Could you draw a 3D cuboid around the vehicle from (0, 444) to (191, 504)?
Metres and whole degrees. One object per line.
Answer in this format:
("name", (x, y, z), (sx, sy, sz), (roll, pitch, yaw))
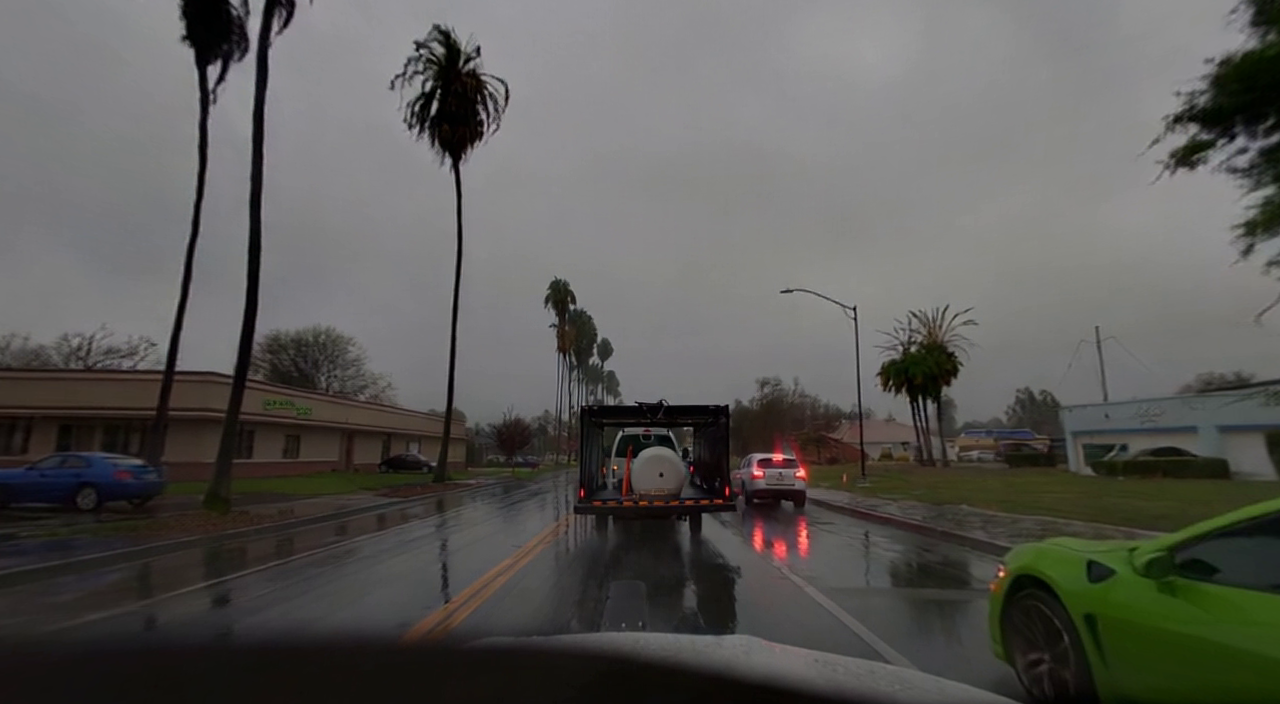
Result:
("vehicle", (-15.115, 3.249, 16.918), (4.490, 1.500, 1.875), (0, -9, -2))

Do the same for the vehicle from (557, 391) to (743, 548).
("vehicle", (0.180, 2.229, 12.595), (2.728, 2.305, 6.506), (0, -9, 1))

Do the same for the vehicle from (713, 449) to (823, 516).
("vehicle", (3.213, 3.357, 16.683), (2.010, 1.499, 4.107), (0, -9, 0))

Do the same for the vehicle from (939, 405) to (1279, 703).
("vehicle", (3.020, 0.867, 1.485), (2.171, 1.520, 4.853), (0, -9, -1))
